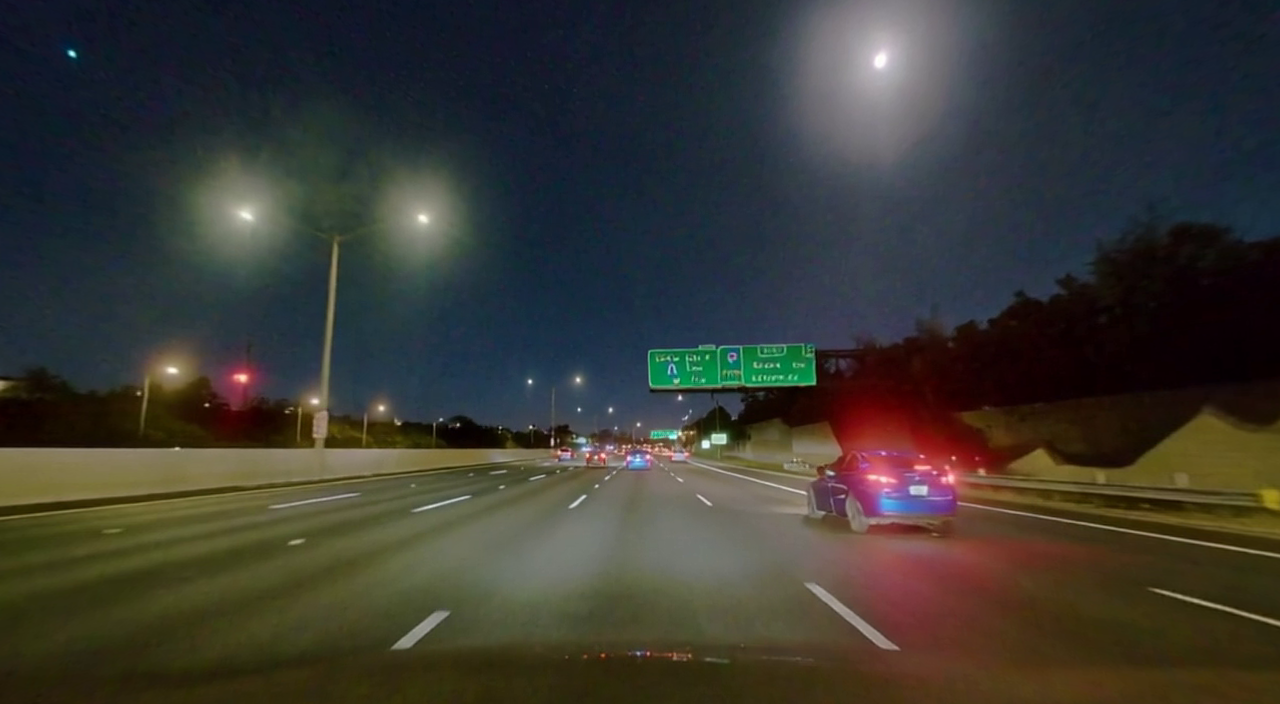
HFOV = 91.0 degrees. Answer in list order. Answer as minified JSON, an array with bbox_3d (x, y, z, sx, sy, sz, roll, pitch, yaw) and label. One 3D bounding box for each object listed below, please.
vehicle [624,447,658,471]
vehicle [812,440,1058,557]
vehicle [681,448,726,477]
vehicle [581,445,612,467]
[{"bbox_3d":[0.065,7.062,41.721,2.166,1.496,4.158,0,-9,0],"label":"vehicle"},{"bbox_3d":[4.571,2.309,10.745,2.077,1.527,4.553,0,-9,2],"label":"vehicle"},{"bbox_3d":[3.459,6.109,35.128,2.036,1.517,4.256,0,-9,-1],"label":"vehicle"},{"bbox_3d":[-3.377,8.209,49.769,2.091,1.664,4.157,0,-9,0],"label":"vehicle"}]
